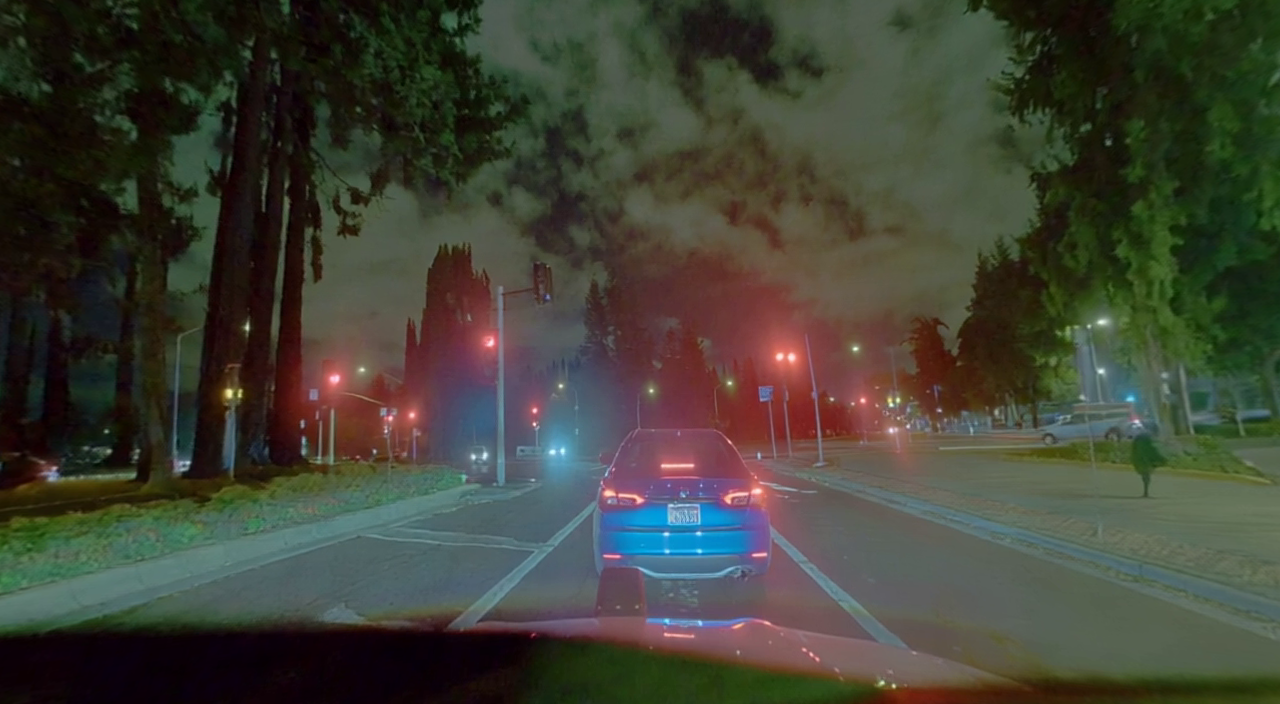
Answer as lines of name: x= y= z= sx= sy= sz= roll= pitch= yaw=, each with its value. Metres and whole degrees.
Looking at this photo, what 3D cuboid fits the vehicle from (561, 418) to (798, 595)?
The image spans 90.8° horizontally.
vehicle: x=0.376 y=1.613 z=7.396 sx=2.035 sy=1.499 sz=3.799 roll=0 pitch=-8 yaw=1
